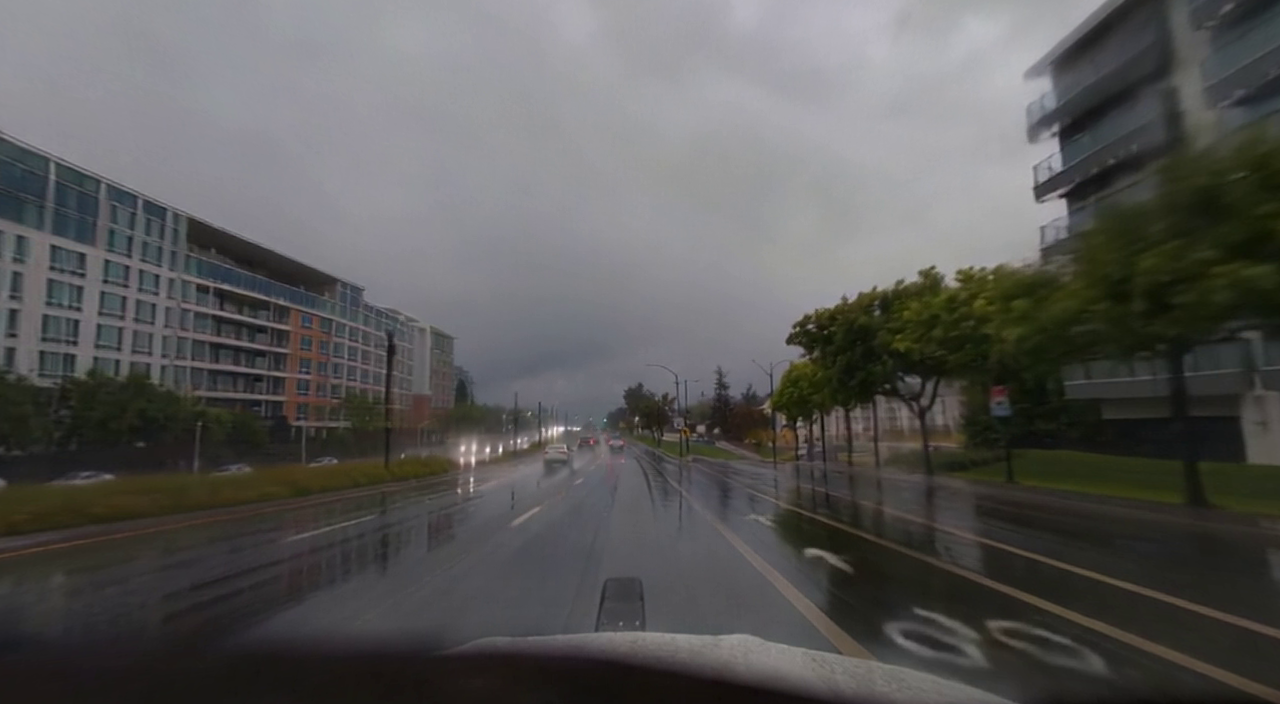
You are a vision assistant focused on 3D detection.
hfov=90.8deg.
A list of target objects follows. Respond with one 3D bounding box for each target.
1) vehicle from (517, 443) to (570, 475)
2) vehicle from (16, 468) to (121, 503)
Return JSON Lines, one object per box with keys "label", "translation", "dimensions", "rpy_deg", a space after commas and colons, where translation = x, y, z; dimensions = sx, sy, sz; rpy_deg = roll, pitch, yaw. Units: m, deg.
{"label": "vehicle", "translation": [-4.738, 5.300, 31.672], "dimensions": [2.025, 1.474, 4.292], "rpy_deg": [0, -8, -1]}
{"label": "vehicle", "translation": [-33.627, 7.815, 37.382], "dimensions": [1.912, 1.755, 4.644], "rpy_deg": [0, -8, -1]}
